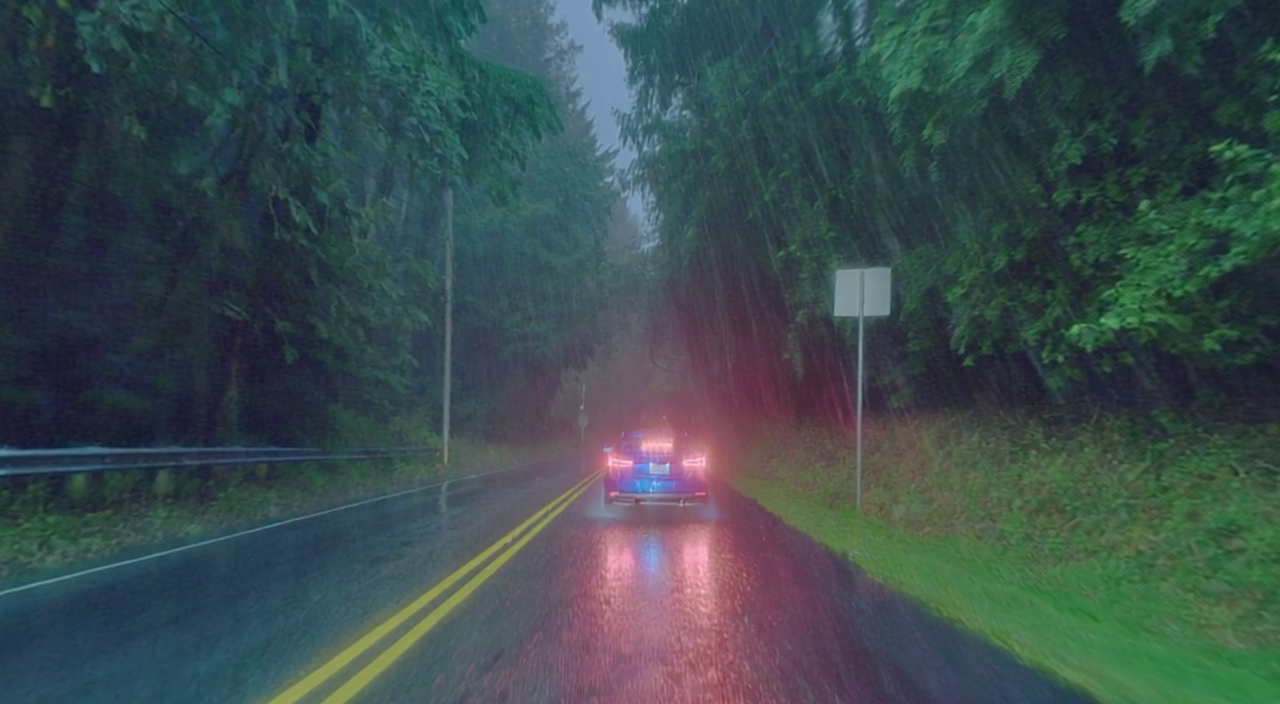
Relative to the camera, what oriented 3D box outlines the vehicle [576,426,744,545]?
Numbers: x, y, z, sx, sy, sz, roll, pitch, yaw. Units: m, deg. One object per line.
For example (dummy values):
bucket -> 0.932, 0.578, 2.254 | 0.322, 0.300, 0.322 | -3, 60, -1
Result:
vehicle -> 0.284, 2.030, 10.164 | 2.187, 1.533, 3.726 | 0, -8, 1
